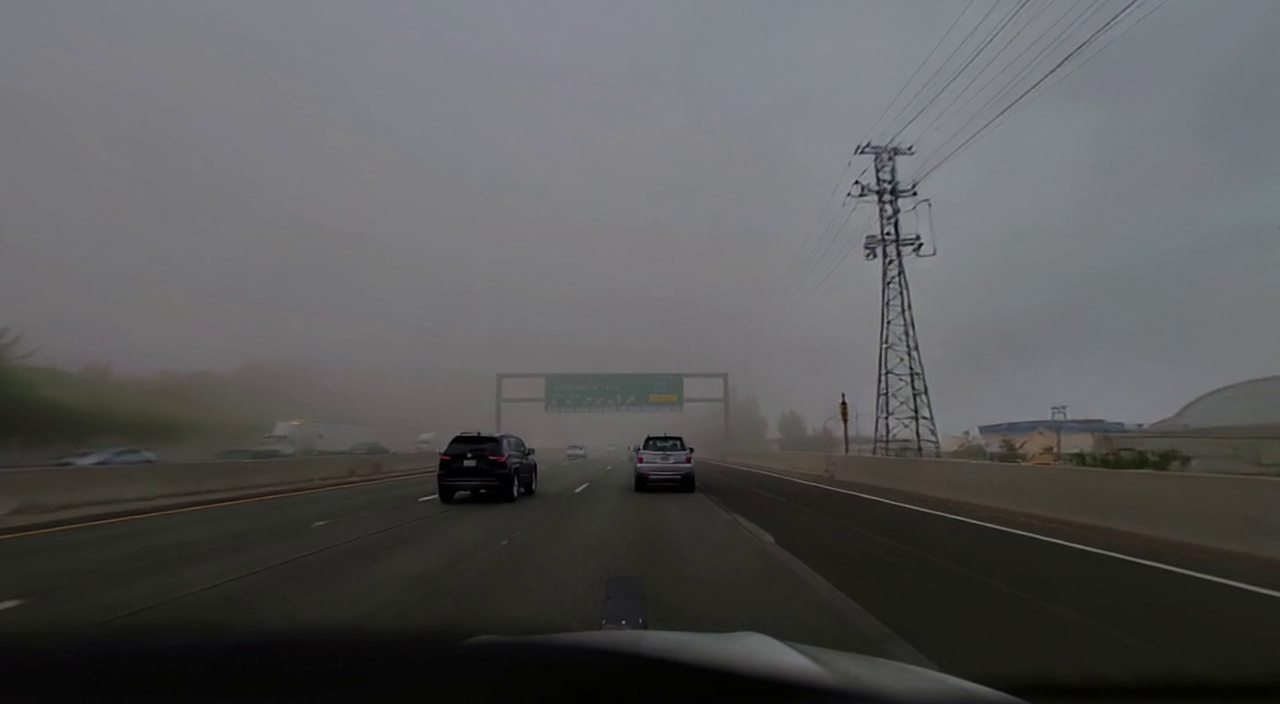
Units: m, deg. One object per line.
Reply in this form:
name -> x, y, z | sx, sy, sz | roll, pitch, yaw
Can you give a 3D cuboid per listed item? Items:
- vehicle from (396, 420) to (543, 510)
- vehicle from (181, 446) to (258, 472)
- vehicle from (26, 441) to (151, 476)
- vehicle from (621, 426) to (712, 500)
vehicle -> -3.717, 2.570, 14.727 | 2.125, 1.764, 4.393 | 0, -8, 1
vehicle -> -27.950, 7.075, 42.146 | 2.030, 1.569, 4.801 | 0, -8, -3
vehicle -> -30.867, 5.949, 35.601 | 2.229, 1.826, 5.424 | 0, -8, -2
vehicle -> 0.663, 2.937, 17.048 | 2.134, 1.733, 4.049 | 0, -8, 1
